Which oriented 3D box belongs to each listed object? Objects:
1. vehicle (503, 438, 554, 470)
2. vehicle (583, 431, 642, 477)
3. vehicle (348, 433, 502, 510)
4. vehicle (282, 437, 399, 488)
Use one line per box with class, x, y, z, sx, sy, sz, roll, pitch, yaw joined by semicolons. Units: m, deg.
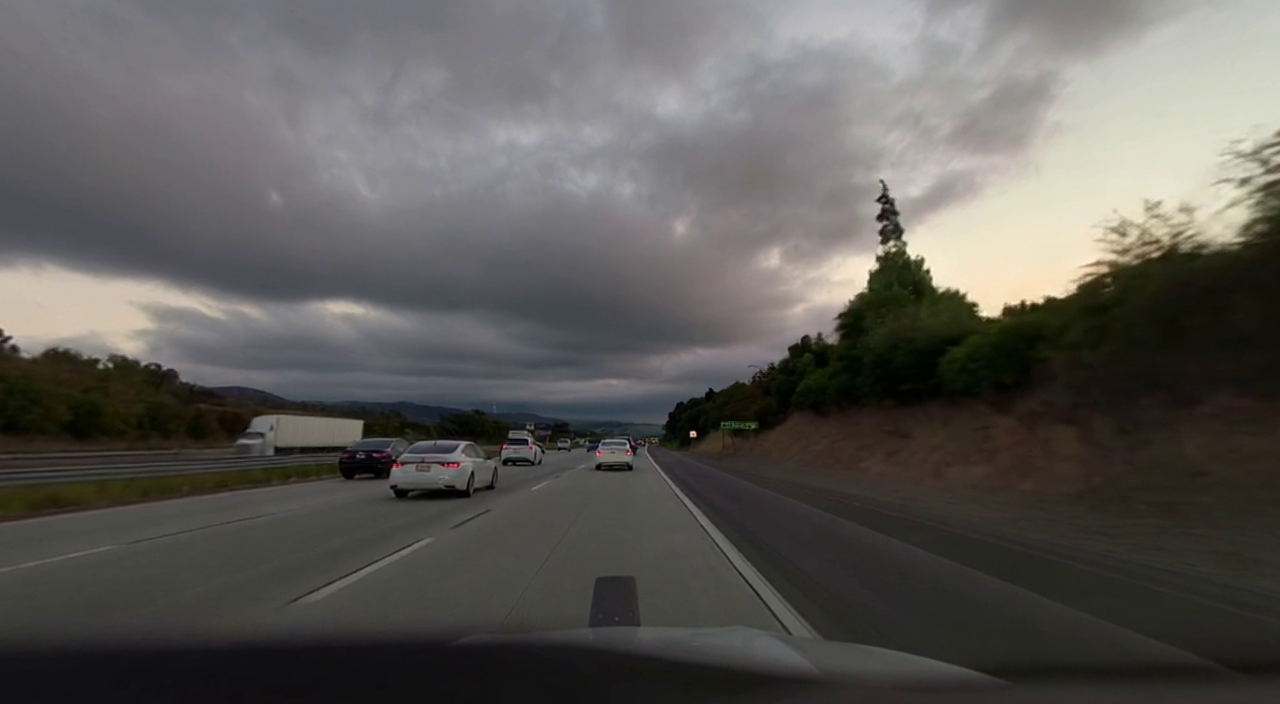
vehicle;-5.534;5.082;31.625;1.835;1.432;3.835;0;-8;0
vehicle;-1.057;4.028;25.228;2.178;1.658;3.916;0;-8;-1
vehicle;-4.662;2.612;14.432;1.971;1.464;4.386;0;-8;0
vehicle;-9.501;3.498;20.332;1.850;1.439;3.932;0;-8;0
